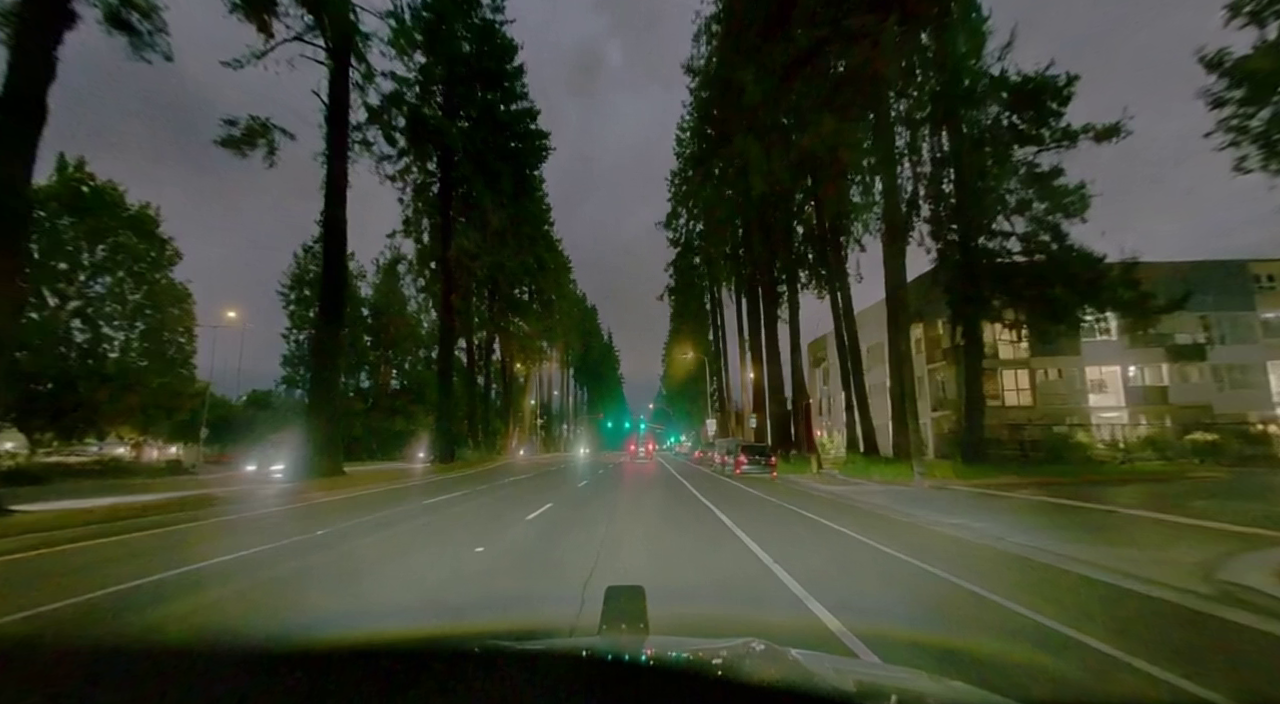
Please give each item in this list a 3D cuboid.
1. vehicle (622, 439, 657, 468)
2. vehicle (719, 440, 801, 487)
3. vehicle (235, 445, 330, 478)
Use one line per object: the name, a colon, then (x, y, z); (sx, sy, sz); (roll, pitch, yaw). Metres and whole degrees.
vehicle: (-0.022, 6.521, 40.842); (2.169, 1.751, 4.276); (0, -8, 1)
vehicle: (4.240, 4.018, 23.113); (2.035, 1.500, 4.912); (0, -8, 0)
vehicle: (-17.833, 5.458, 31.731); (1.932, 1.516, 4.738); (-1, -8, 1)
